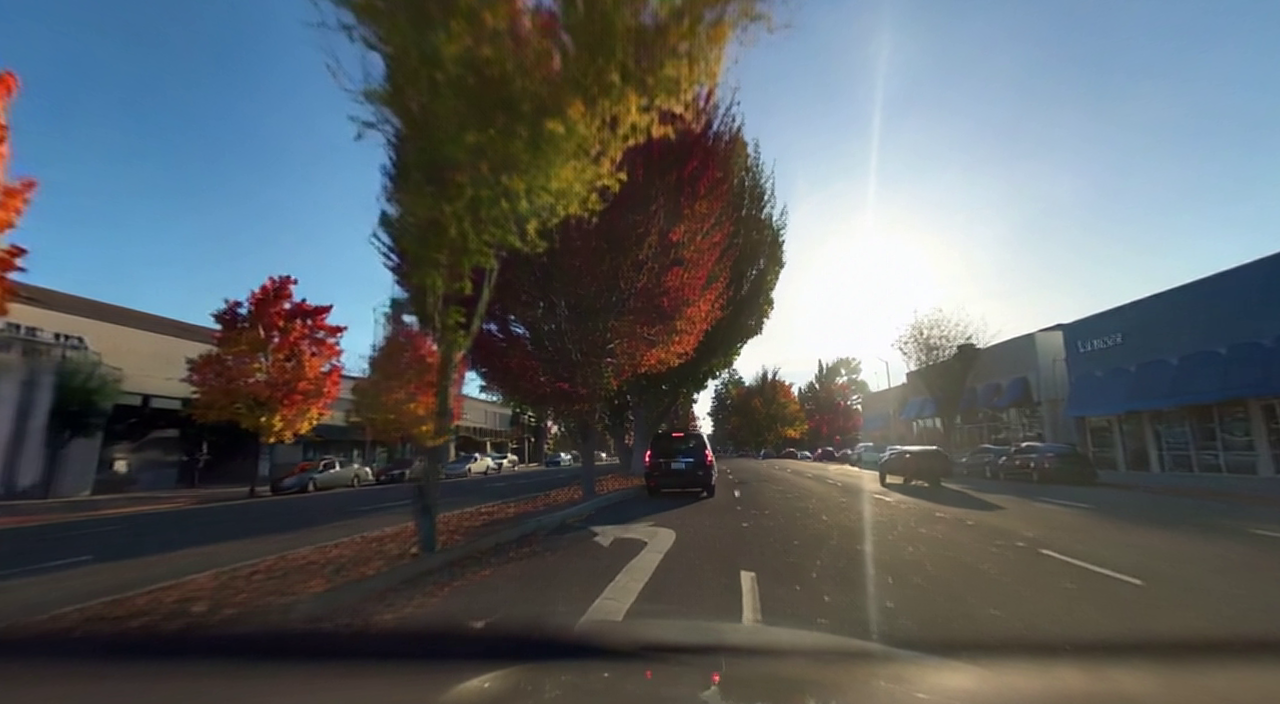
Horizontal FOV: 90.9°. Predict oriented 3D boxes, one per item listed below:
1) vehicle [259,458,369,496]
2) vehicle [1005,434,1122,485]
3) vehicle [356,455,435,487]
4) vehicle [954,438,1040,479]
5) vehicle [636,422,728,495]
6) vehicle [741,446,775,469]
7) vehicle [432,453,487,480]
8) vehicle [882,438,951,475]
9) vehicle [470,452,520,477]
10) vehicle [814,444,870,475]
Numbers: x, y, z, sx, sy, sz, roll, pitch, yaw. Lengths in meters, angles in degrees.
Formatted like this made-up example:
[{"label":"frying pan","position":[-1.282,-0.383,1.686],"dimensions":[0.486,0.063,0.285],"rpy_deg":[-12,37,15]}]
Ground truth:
[{"label":"vehicle","position":[-13.542,5.186,26.513],"dimensions":[1.797,1.351,4.300],"rpy_deg":[-2,-8,9]},{"label":"vehicle","position":[16.019,4.078,24.162],"dimensions":[2.076,1.759,3.970],"rpy_deg":[-1,-8,8]},{"label":"vehicle","position":[-12.521,6.113,32.621],"dimensions":[1.877,1.445,4.436],"rpy_deg":[-1,-8,7]},{"label":"vehicle","position":[16.651,4.944,29.684],"dimensions":[1.938,1.755,4.415],"rpy_deg":[-1,-8,8]},{"label":"vehicle","position":[1.404,3.137,18.914],"dimensions":[2.344,1.863,4.665],"rpy_deg":[-1,-8,8]},{"label":"vehicle","position":[8.915,7.961,47.859],"dimensions":[2.249,1.621,3.978],"rpy_deg":[-1,-8,7]},{"label":"vehicle","position":[-11.520,7.336,40.533],"dimensions":[1.947,1.558,4.065],"rpy_deg":[-1,-8,6]},{"label":"vehicle","position":[14.094,5.331,32.416],"dimensions":[2.040,1.738,4.414],"rpy_deg":[-1,-8,7]},{"label":"vehicle","position":[-10.541,8.202,46.172],"dimensions":[1.921,1.621,4.930],"rpy_deg":[-1,-8,7]},{"label":"vehicle","position":[10.256,5.442,32.319],"dimensions":[1.886,1.464,4.290],"rpy_deg":[-1,-8,7]}]
